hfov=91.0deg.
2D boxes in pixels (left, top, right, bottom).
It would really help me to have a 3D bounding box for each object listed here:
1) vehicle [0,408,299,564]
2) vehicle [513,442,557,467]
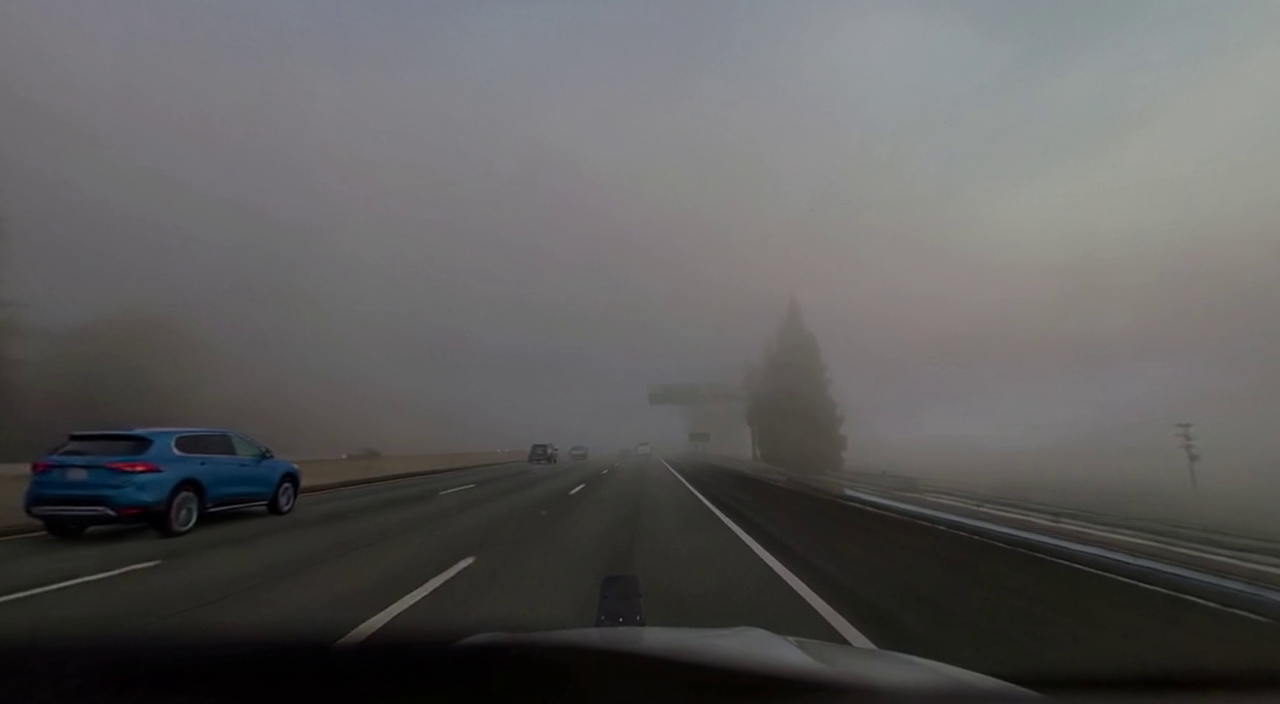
[{"bbox_3d":[-7.465,1.818,9.329,2.055,1.683,4.804,0,-9,1],"label":"vehicle"},{"bbox_3d":[-6.876,6.774,41.713,2.008,1.520,4.731,0,-9,1],"label":"vehicle"}]
